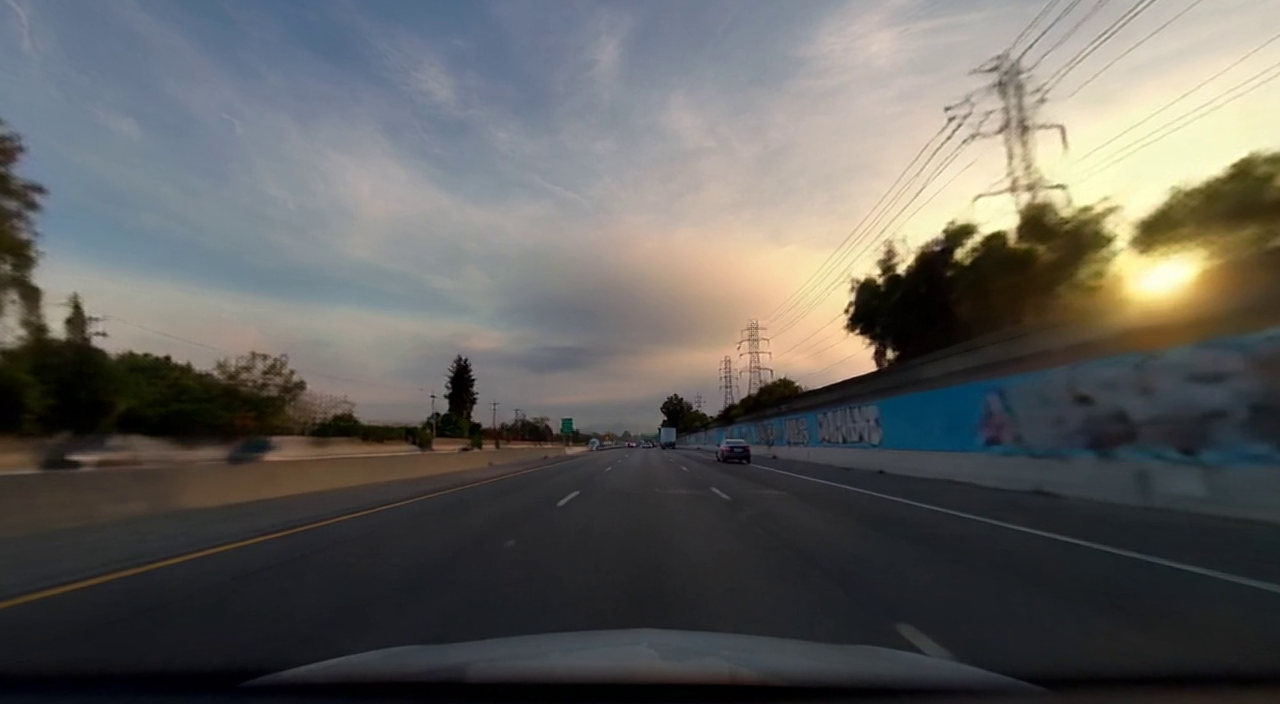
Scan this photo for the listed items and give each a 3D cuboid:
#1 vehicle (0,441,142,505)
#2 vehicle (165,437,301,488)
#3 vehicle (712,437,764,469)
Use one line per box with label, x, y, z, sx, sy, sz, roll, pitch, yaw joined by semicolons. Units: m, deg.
vehicle;-19.120;3.824;20.472;2.011;1.816;4.516;0;-8;1
vehicle;-14.160;3.852;22.219;1.909;1.603;4.199;0;-8;1
vehicle;4.900;5.100;32.044;1.991;1.494;3.951;0;-8;-1
